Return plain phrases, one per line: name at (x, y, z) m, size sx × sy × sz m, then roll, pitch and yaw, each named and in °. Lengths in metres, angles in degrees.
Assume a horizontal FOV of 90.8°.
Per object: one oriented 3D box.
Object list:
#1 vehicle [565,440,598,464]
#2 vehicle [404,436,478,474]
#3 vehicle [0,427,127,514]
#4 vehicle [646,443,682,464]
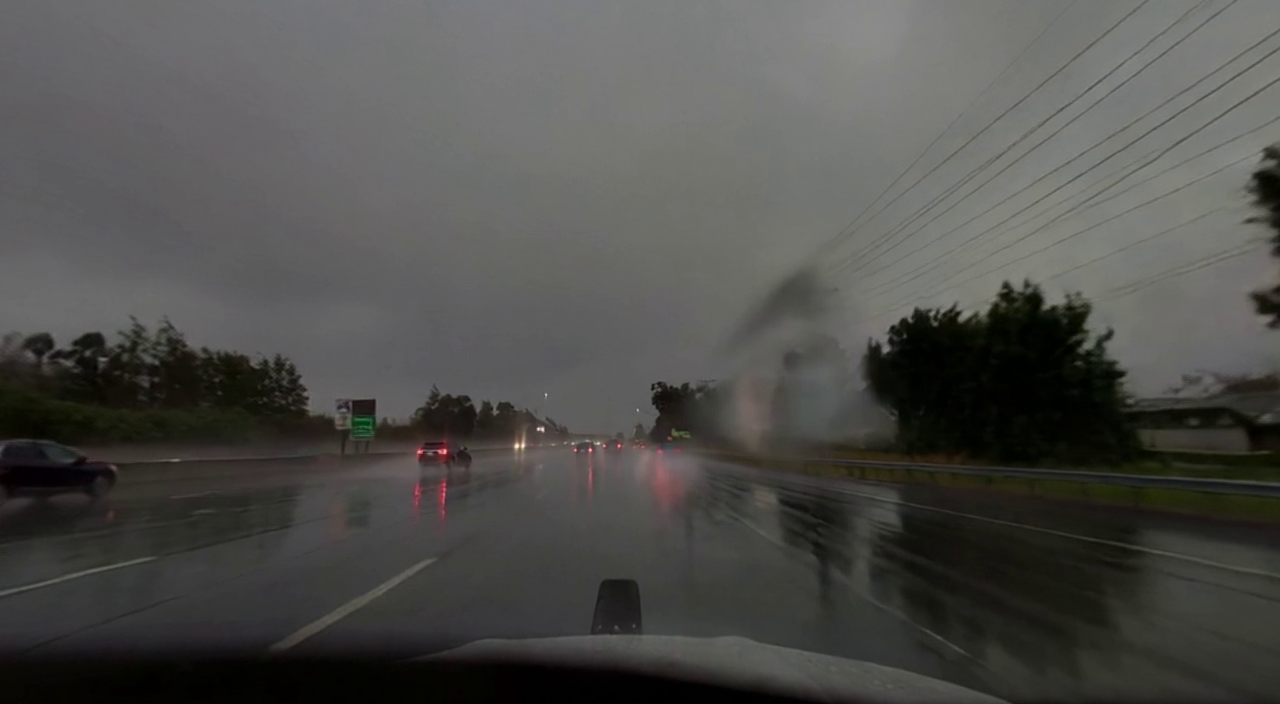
vehicle at (-4.324, 7.502, 47.638) m, size 2.121 × 1.673 × 4.443 m, roll 0°, pitch -9°, yaw -1°
vehicle at (-10.086, 5.261, 32.485) m, size 2.115 × 1.799 × 5.444 m, roll 0°, pitch -9°, yaw -1°
vehicle at (-13.966, 2.463, 13.179) m, size 2.257 × 1.727 × 5.036 m, roll 0°, pitch -9°, yaw 0°
vehicle at (1.645, 7.117, 44.297) m, size 2.015 × 1.391 × 3.897 m, roll 1°, pitch -9°, yaw -5°
